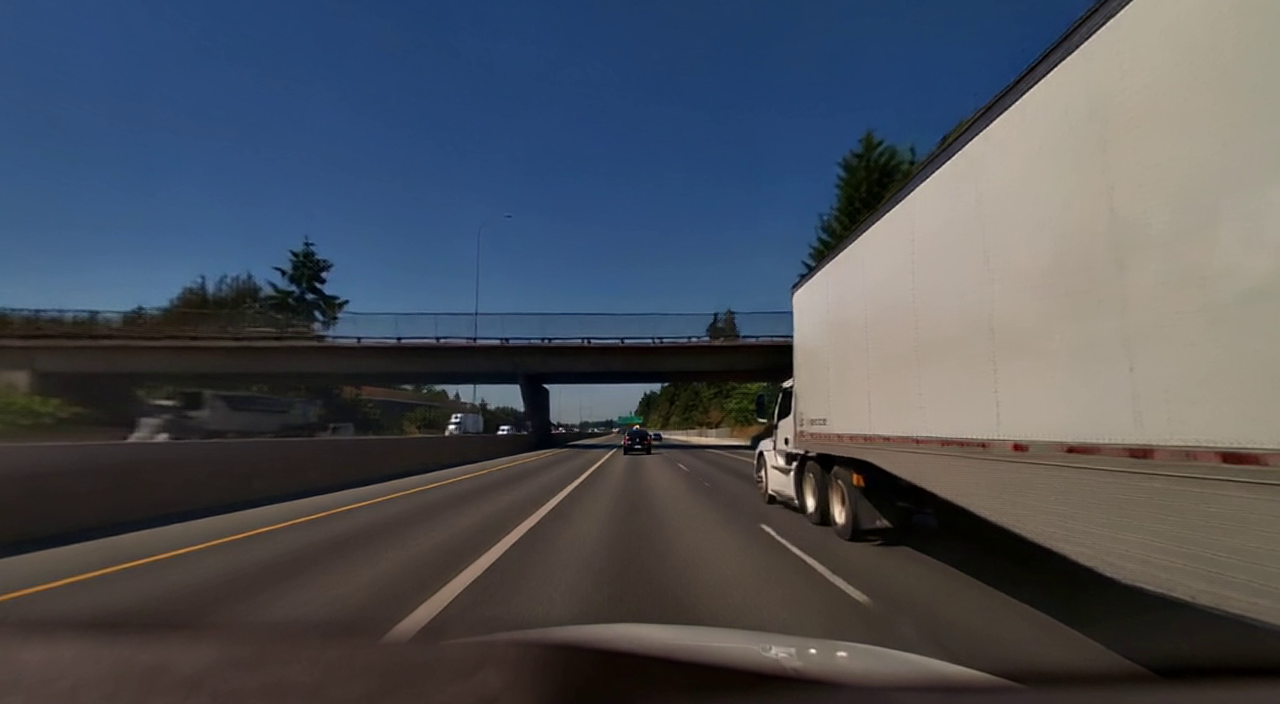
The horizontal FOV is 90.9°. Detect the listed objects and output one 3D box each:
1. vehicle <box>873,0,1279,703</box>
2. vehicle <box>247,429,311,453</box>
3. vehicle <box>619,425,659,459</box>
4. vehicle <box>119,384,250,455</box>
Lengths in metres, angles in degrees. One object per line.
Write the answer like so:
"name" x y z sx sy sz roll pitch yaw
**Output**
"vehicle" 4.014 -0.113 3.457 3.036 3.846 5.889 0 -8 -1
"vehicle" -22.833 5.639 40.001 1.709 1.457 4.012 0 -8 -1
"vehicle" -0.090 5.481 38.565 2.277 1.913 4.510 0 -8 -1
"vehicle" -26.974 4.124 37.765 3.137 3.871 6.148 0 -8 -1
